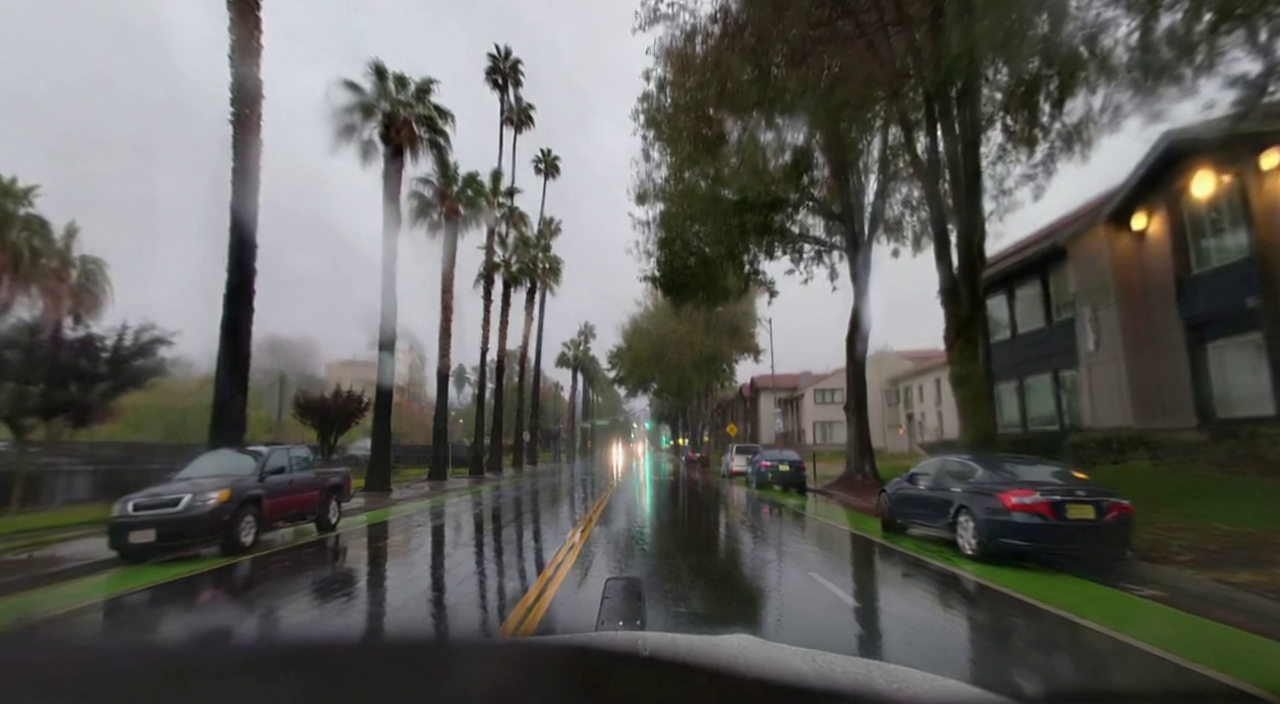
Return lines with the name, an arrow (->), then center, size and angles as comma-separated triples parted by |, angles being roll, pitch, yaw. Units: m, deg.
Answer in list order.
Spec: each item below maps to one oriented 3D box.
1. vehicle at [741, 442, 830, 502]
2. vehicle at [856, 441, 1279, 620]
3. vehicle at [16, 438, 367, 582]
vehicle -> 4.640, 3.888, 20.862 | 2.000, 1.732, 4.298 | -1, -9, 2
vehicle -> 4.755, 1.927, 7.964 | 2.141, 1.480, 5.016 | 0, -9, -2
vehicle -> -6.902, 2.410, 10.775 | 2.220, 1.786, 5.161 | -1, -8, 0
